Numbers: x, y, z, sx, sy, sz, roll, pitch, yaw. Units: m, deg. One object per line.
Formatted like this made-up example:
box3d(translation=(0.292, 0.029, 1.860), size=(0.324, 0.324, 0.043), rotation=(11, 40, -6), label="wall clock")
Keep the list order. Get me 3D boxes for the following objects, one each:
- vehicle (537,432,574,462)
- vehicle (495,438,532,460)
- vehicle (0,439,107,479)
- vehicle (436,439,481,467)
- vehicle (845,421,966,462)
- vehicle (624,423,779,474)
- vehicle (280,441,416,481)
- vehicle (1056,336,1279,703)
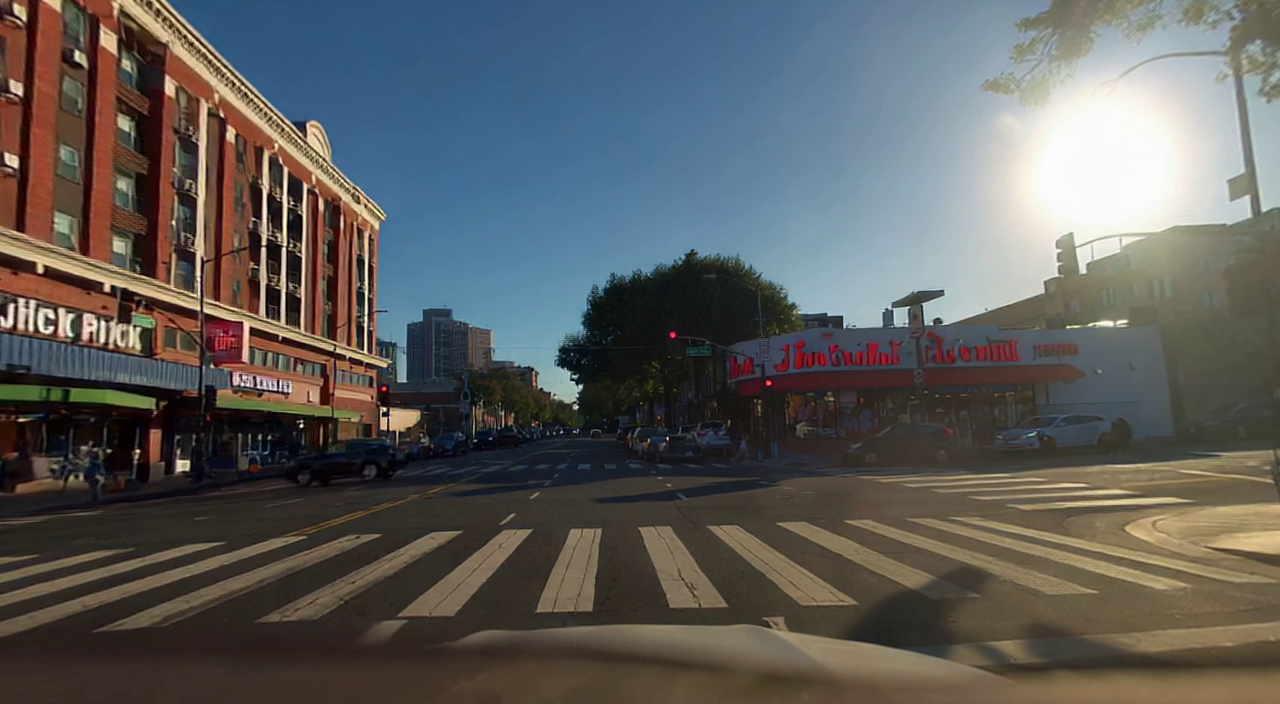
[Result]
box3d(translation=(-5.111, 5.801, 38.615), size=(1.976, 1.683, 4.117), rotation=(0, -8, -4), label="vehicle")
box3d(translation=(-8.621, 6.670, 43.530), size=(1.906, 1.402, 4.904), rotation=(0, -8, -5), label="vehicle")
box3d(translation=(-31.562, 5.630, 33.532), size=(2.205, 1.903, 5.877), rotation=(1, -9, -10), label="vehicle")
box3d(translation=(-10.895, 6.098, 38.206), size=(1.885, 1.545, 4.124), rotation=(1, -8, -6), label="vehicle")
box3d(translation=(11.554, 3.902, 27.629), size=(4.513, 1.682, 1.810), rotation=(1, -9, -8), label="vehicle")
box3d(translation=(1.916, 3.105, 20.417), size=(4.612, 1.521, 1.811), rotation=(1, -9, -10), label="vehicle")
box3d(translation=(-11.300, 4.233, 24.715), size=(4.475, 1.458, 1.681), rotation=(1, -9, -8), label="vehicle")
box3d(translation=(3.016, 0.606, 0.869), size=(1.866, 1.654, 4.354), rotation=(0, -8, 0), label="vehicle")
